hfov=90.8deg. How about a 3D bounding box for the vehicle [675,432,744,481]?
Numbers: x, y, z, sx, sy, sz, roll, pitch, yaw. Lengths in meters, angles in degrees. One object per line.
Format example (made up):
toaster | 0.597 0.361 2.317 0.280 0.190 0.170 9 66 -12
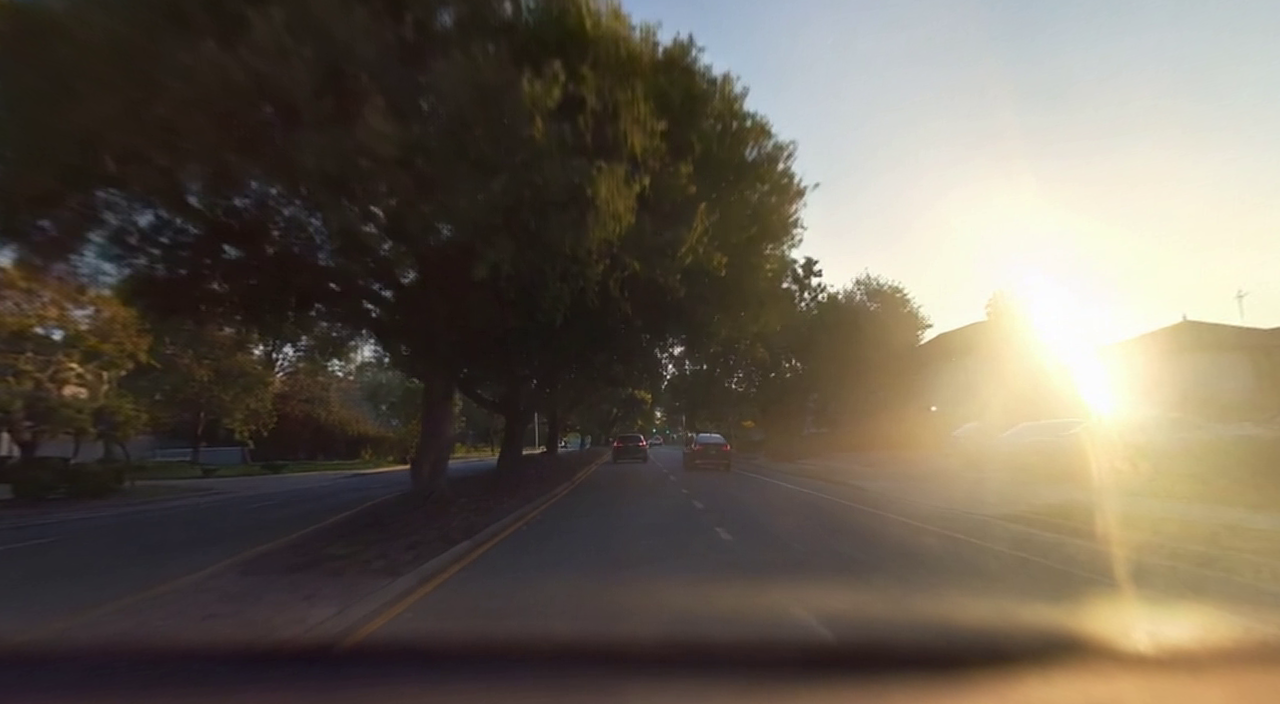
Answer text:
vehicle | 2.467 3.832 23.458 2.003 1.614 4.072 0 -8 -1

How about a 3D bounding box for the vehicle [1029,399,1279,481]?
vehicle | 11.300 1.908 13.610 4.557 1.509 1.971 -8 -11 43

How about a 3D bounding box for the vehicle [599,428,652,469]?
vehicle | -0.722 4.874 32.138 2.488 1.881 4.814 0 -8 -1
